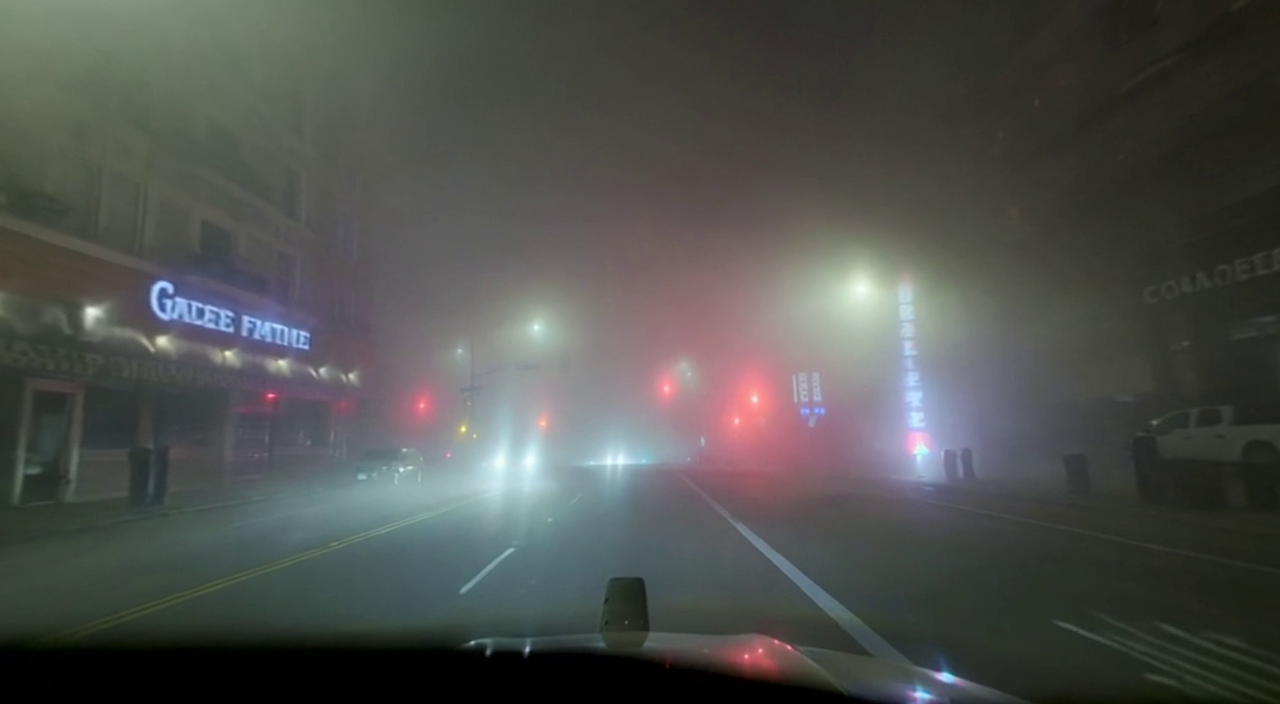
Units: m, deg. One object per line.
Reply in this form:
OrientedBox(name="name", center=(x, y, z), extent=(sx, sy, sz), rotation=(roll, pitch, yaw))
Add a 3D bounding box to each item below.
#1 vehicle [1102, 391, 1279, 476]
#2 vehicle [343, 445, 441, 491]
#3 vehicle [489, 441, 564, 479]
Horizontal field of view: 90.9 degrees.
OrientedBox(name="vehicle", center=(15.147, 2.136, 16.378), extent=(2.180, 1.848, 5.417), rotation=(-1, -8, 1))
OrientedBox(name="vehicle", center=(-9.122, 4.282, 23.654), extent=(1.908, 1.529, 4.522), rotation=(0, -8, -1))
OrientedBox(name="vehicle", center=(-4.883, 4.710, 27.820), extent=(1.984, 1.489, 4.515), rotation=(-1, -8, 7))
